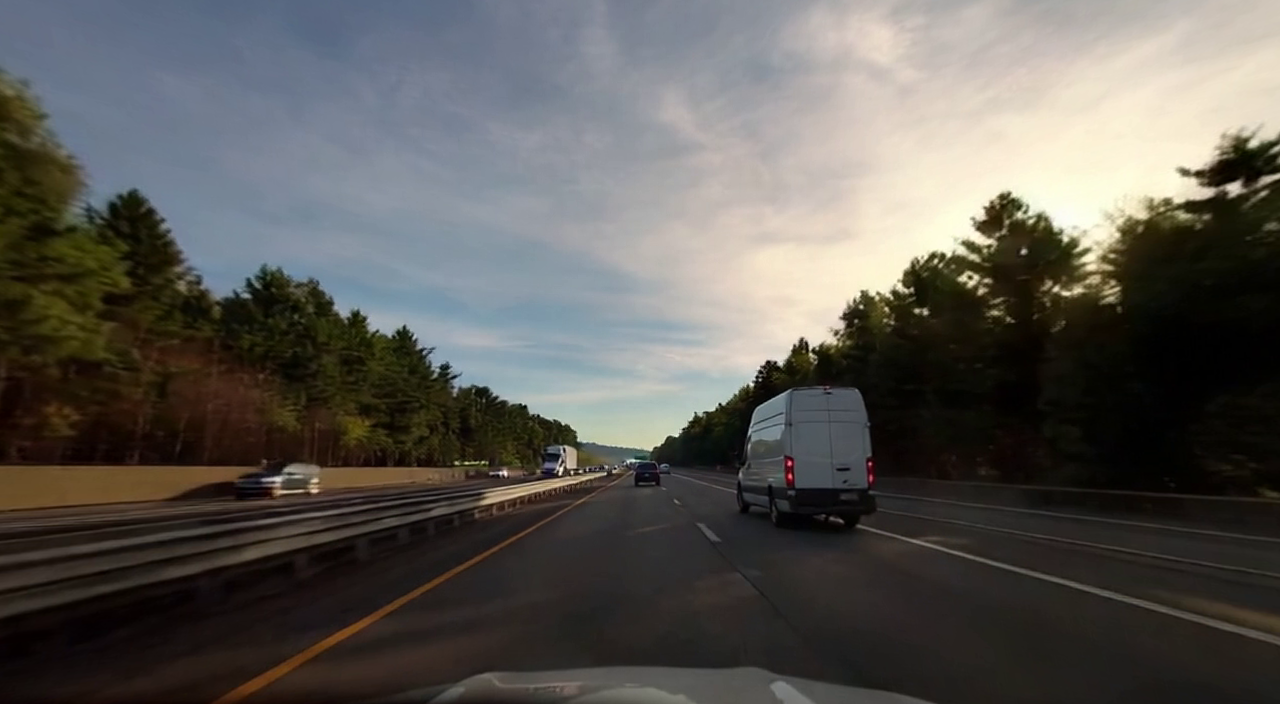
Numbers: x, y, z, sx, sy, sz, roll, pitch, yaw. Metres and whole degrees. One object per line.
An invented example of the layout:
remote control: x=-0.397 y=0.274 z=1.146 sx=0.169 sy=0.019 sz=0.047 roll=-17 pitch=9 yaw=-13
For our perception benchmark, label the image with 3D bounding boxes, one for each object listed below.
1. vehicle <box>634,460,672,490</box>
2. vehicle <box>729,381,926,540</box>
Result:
vehicle: x=0.782 y=7.508 z=38.615 sx=2.212 sy=1.717 sz=4.452 roll=1 pitch=-10 yaw=0
vehicle: x=4.032 y=2.685 z=15.479 sx=2.563 sy=2.975 sz=6.941 roll=1 pitch=-10 yaw=-1
